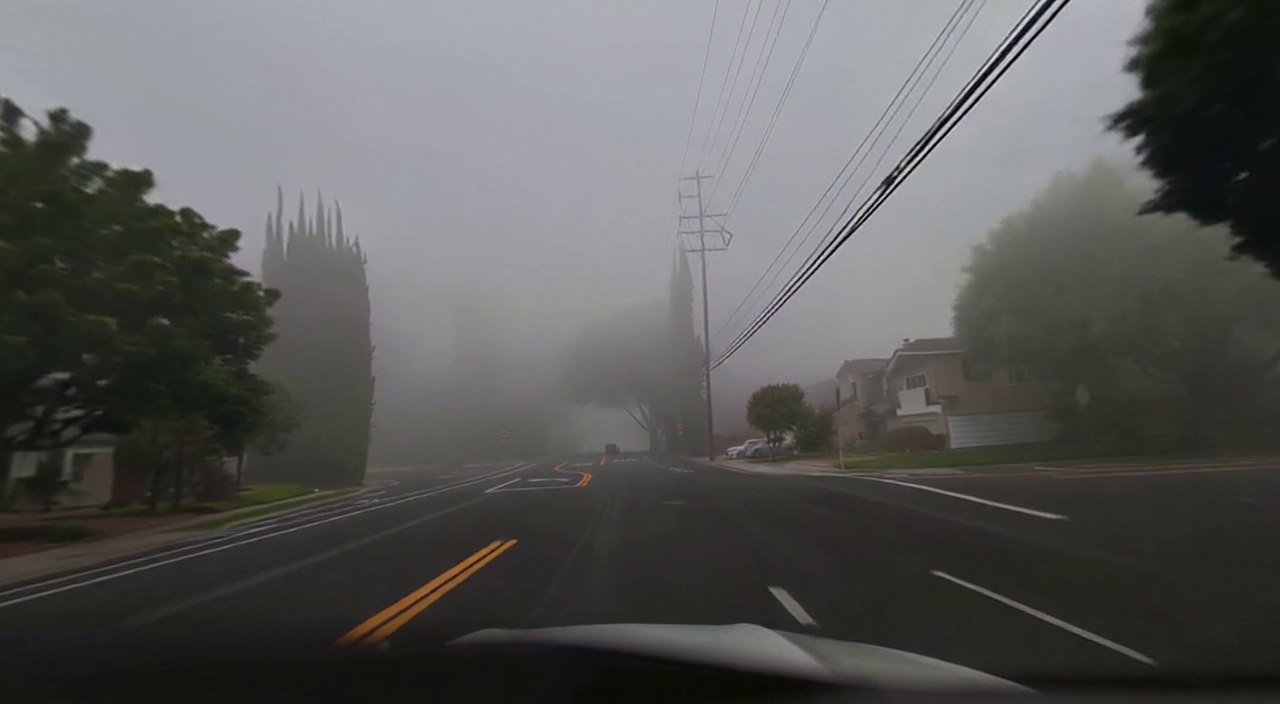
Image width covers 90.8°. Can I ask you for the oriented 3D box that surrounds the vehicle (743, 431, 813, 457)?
[{"bbox_3d":[9.904,6.665,45.596,4.544,1.807,2.204,0,-9,2],"label":"vehicle"}]
